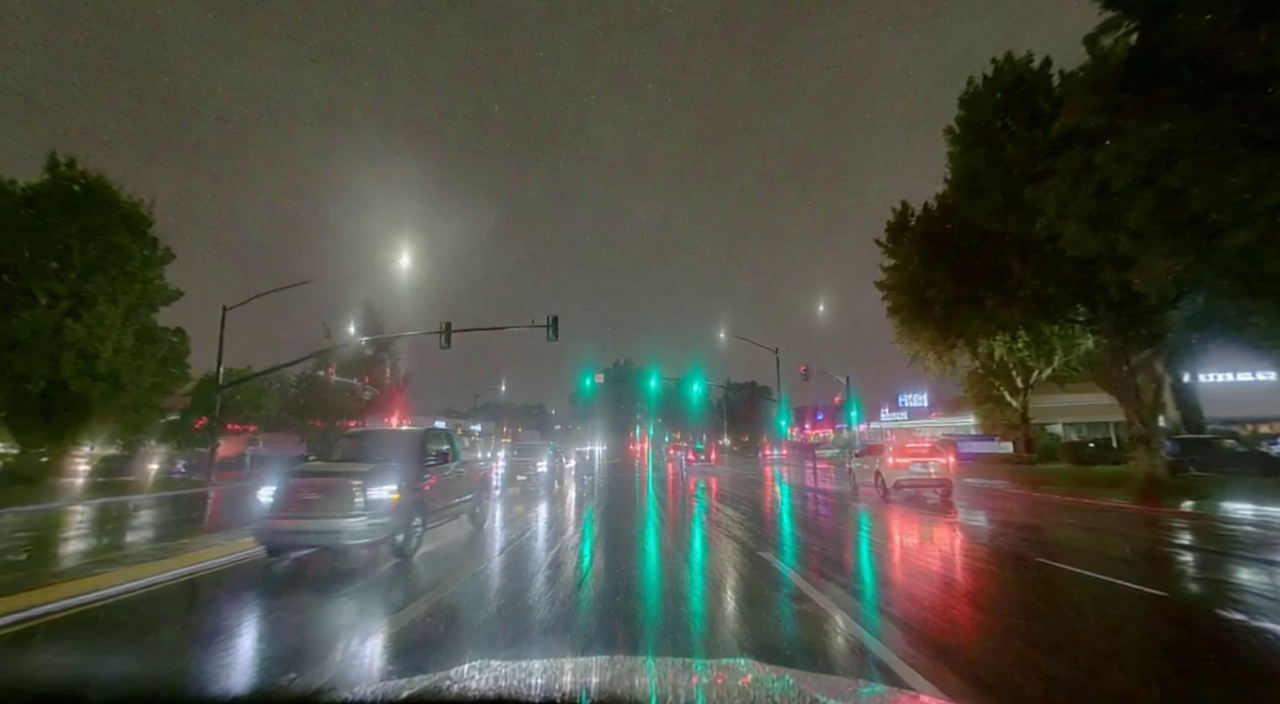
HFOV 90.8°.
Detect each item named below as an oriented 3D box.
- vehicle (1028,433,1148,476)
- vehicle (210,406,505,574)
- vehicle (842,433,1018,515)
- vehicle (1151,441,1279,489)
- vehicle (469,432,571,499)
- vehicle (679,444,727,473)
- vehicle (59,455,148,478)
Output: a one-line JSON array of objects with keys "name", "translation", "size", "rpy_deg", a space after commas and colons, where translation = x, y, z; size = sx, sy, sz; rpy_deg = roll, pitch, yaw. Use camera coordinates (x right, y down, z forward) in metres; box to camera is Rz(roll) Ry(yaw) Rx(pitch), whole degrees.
[{"name": "vehicle", "translation": [19.396, 4.388, 27.325], "size": [4.688, 1.713, 2.308], "rpy_deg": [5, -10, -29]}, {"name": "vehicle", "translation": [-3.569, 1.840, 9.235], "size": [2.189, 1.808, 4.563], "rpy_deg": [0, -8, 0]}, {"name": "vehicle", "translation": [6.706, 2.845, 15.317], "size": [2.002, 1.651, 4.647], "rpy_deg": [0, -8, 0]}, {"name": "vehicle", "translation": [19.354, 3.698, 21.035], "size": [4.230, 1.441, 1.935], "rpy_deg": [4, -9, -26]}, {"name": "vehicle", "translation": [-3.384, 3.313, 18.837], "size": [2.118, 1.721, 4.464], "rpy_deg": [0, -8, 1]}, {"name": "vehicle", "translation": [3.389, 5.775, 34.579], "size": [2.099, 1.463, 4.365], "rpy_deg": [0, -8, -1]}, {"name": "vehicle", "translation": [-35.991, 7.678, 42.445], "size": [4.178, 1.449, 1.875], "rpy_deg": [0, -8, -3]}]
